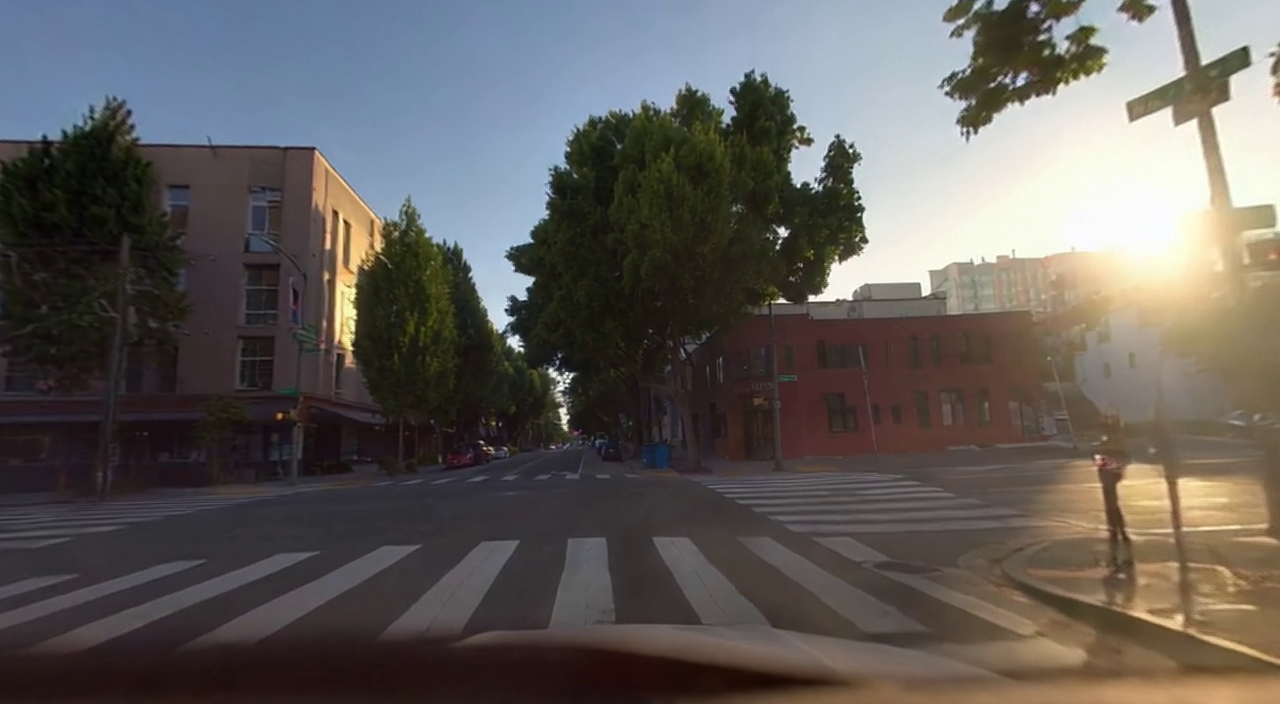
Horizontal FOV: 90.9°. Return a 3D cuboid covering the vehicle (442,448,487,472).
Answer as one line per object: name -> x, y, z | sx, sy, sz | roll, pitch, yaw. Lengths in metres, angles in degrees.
vehicle -> -11.510, 7.094, 41.694 | 2.033, 1.491, 4.298 | 0, -9, -4
